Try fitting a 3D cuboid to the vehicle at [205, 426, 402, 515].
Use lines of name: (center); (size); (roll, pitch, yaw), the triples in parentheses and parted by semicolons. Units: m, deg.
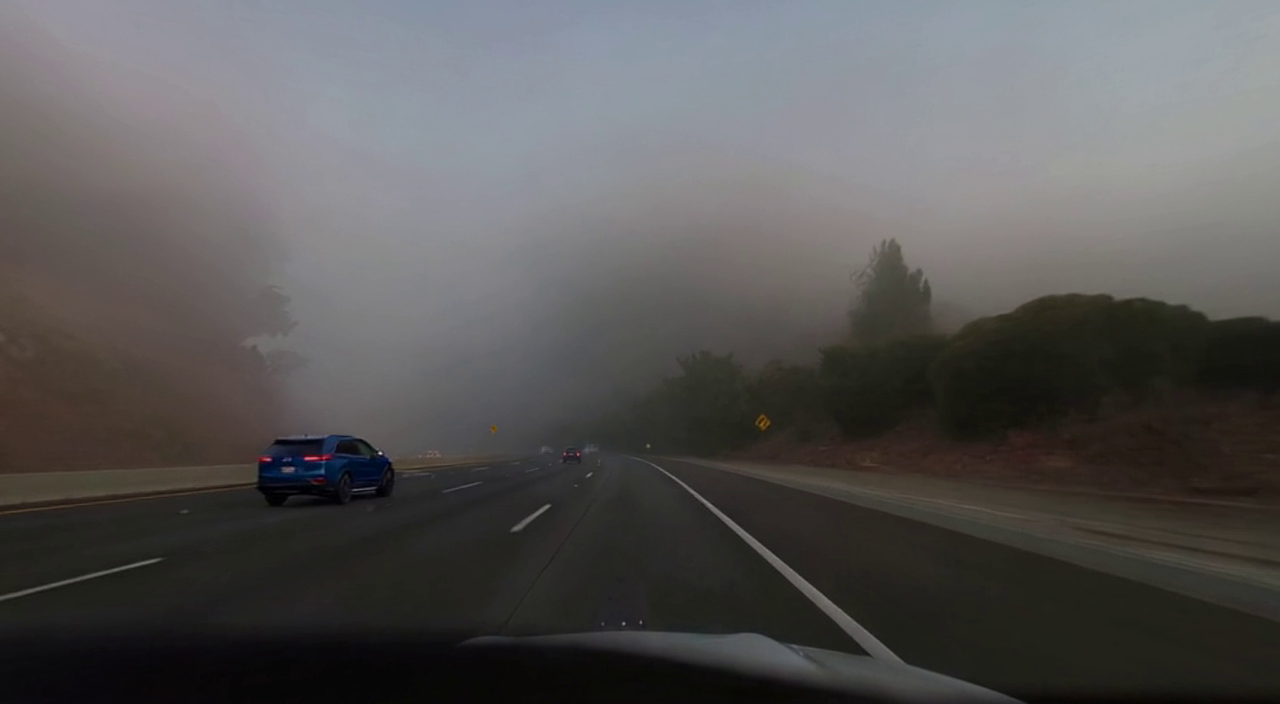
vehicle: (-7.431, 2.654, 14.610); (2.046, 1.712, 4.533); (0, -8, 0)
